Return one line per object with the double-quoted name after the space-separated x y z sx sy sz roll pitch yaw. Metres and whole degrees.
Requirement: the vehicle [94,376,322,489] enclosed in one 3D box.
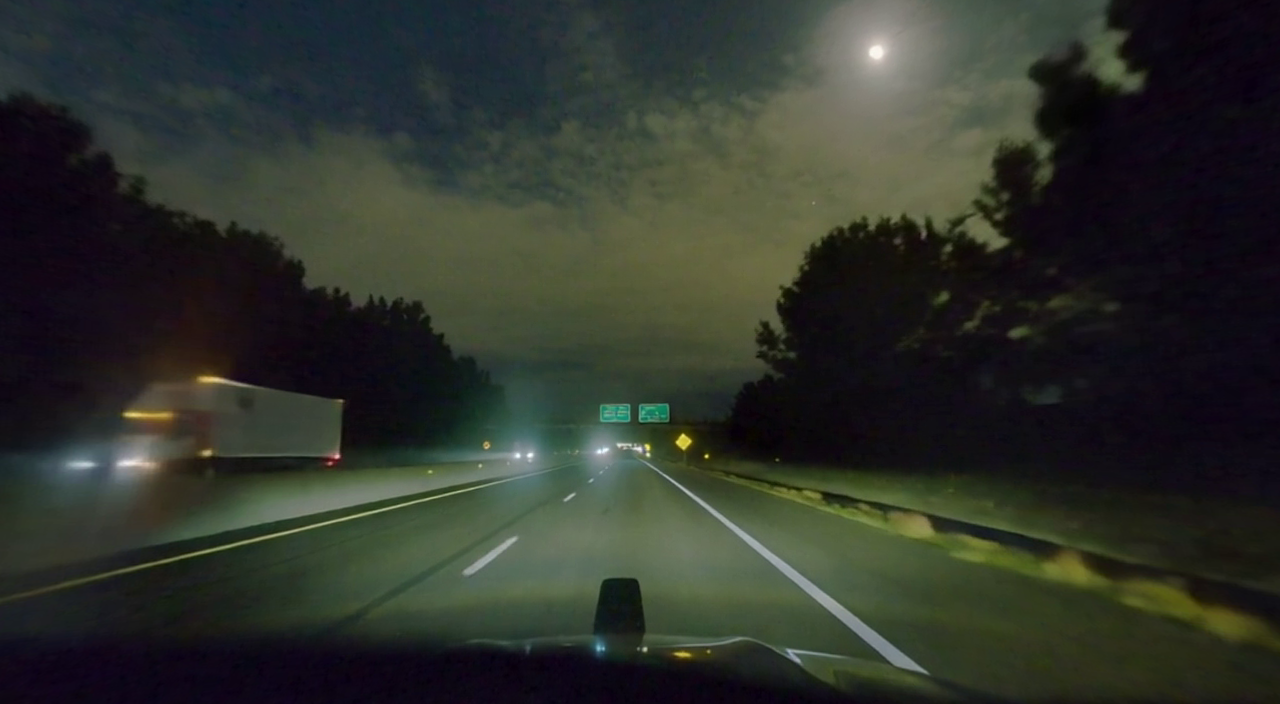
-16.508 3.320 25.210 3.181 3.724 8.274 0 -9 0 "vehicle"
